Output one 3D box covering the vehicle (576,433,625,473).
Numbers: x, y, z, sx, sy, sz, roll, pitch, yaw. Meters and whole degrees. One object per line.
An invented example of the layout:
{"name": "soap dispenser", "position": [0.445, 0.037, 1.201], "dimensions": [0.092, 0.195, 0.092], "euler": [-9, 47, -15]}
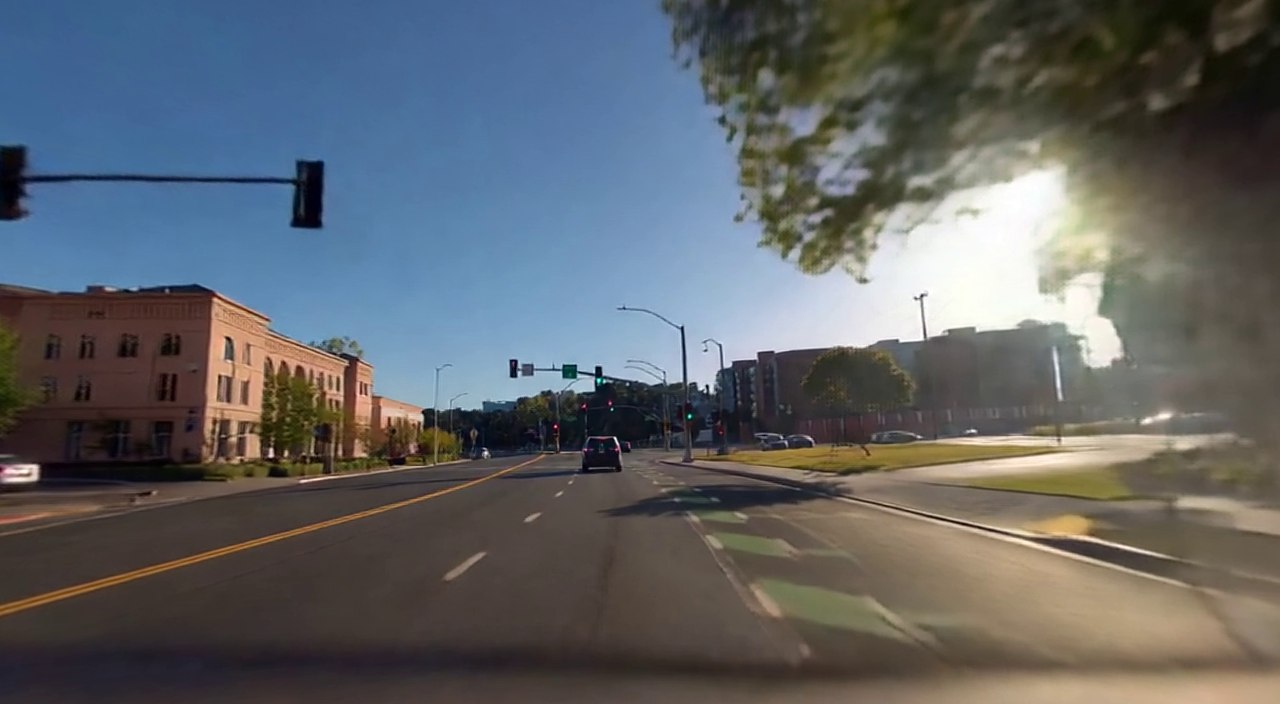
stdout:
{"name": "vehicle", "position": [-1.916, 4.922, 31.080], "dimensions": [2.230, 1.827, 4.298], "euler": [0, -8, -3]}
